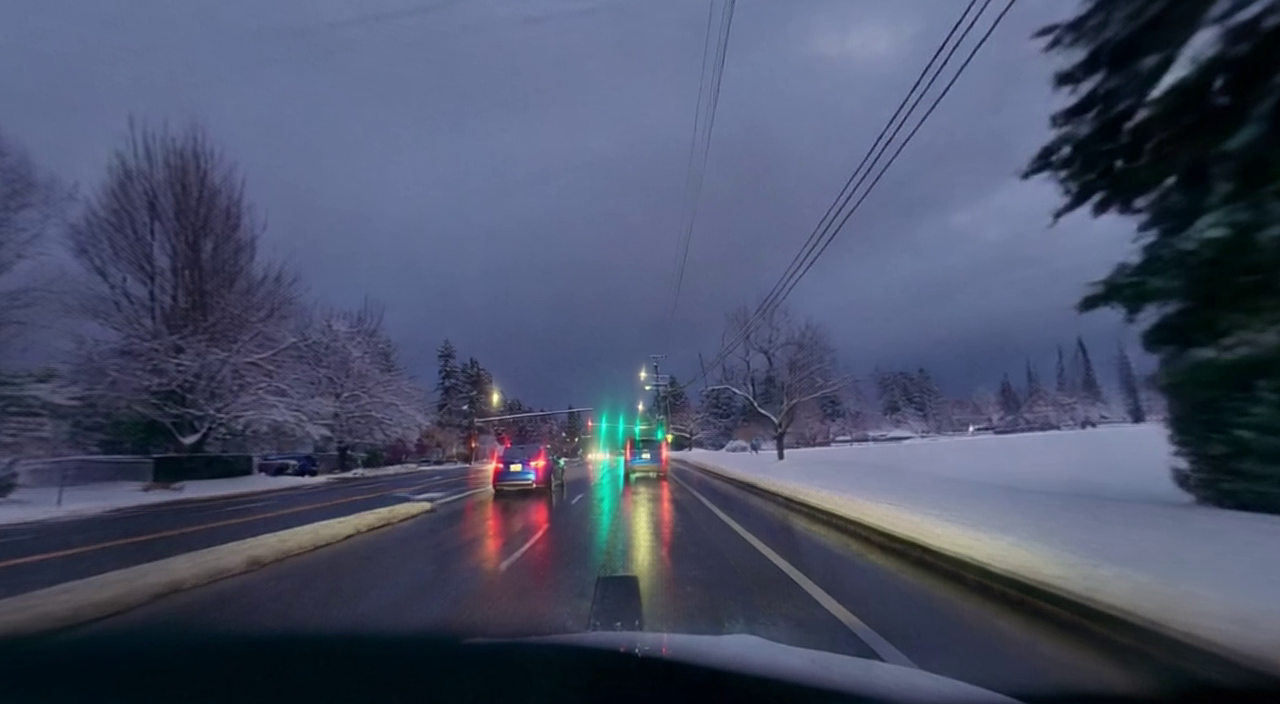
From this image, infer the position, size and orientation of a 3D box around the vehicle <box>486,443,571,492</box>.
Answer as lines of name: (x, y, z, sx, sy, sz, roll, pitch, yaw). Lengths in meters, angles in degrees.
vehicle: (-3.568, 3.754, 20.936, 2.036, 1.447, 4.044, 0, -8, 1)

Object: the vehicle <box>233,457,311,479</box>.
vehicle: (-25.565, 8.057, 43.804, 4.182, 1.444, 1.884, 0, -8, -3)

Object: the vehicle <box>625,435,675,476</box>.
vehicle: (0.388, 4.920, 30.159, 2.215, 1.799, 4.426, 0, -8, -1)
